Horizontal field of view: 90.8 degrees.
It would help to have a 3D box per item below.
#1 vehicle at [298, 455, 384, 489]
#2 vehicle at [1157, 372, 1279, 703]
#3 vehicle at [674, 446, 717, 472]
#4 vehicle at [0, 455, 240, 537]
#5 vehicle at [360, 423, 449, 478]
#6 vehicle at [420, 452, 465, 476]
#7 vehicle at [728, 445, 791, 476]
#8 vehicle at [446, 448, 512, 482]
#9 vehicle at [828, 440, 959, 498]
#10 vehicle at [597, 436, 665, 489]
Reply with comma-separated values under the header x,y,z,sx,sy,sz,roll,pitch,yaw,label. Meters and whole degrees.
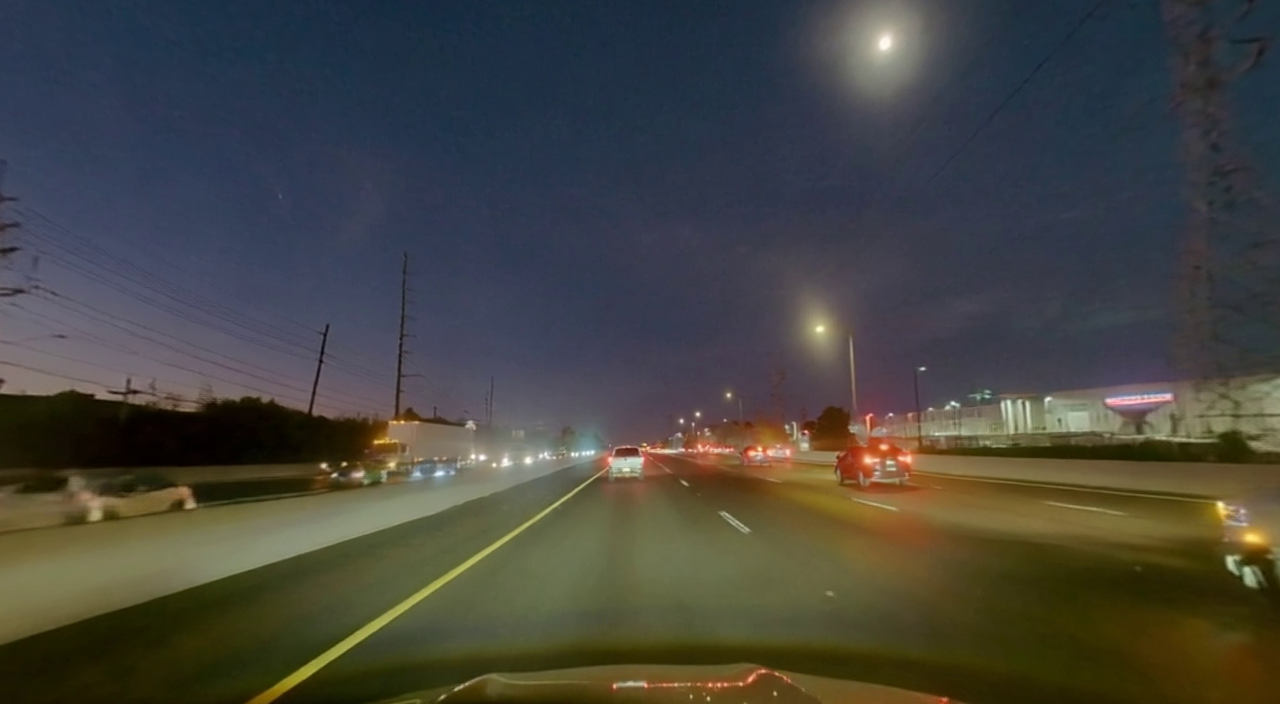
x,y,z,sx,sy,sz,roll,pitch,yaw,label
-14.830,5.962,31.654,1.924,1.472,4.767,0,-9,1,vehicle
3.314,0.635,0.852,1.967,1.547,3.777,0,-9,0,vehicle
3.288,6.449,38.424,2.115,1.481,3.968,0,-9,-2,vehicle
-11.439,3.088,14.216,1.876,1.462,4.584,0,-9,0,vehicle
-18.292,7.753,49.937,3.068,3.921,9.552,0,-9,1,vehicle
-14.740,8.382,47.425,1.952,1.650,4.414,0,-9,0,vehicle
6.010,5.489,32.285,1.934,1.461,4.368,1,-9,-6,vehicle
-8.241,5.808,32.841,2.069,1.613,4.660,0,-9,2,vehicle
7.188,3.333,18.467,1.958,1.473,4.201,0,-9,-2,vehicle
-0.337,4.120,23.915,2.298,1.809,4.359,0,-8,-1,vehicle
